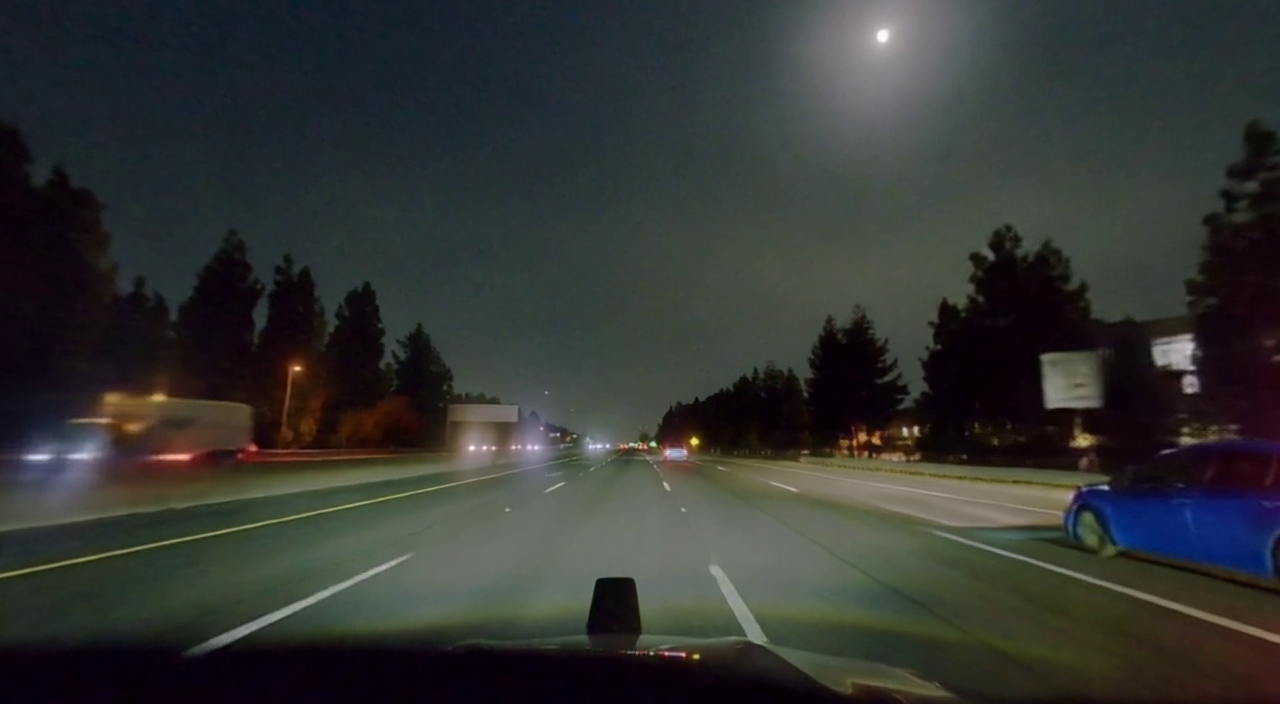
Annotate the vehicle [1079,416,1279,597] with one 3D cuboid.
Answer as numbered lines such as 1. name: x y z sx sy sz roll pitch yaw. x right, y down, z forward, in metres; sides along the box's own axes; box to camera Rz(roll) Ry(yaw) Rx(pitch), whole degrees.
1. vehicle: 6.482 1.328 5.472 2.029 1.528 4.644 0 -9 0

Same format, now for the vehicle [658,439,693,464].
1. vehicle: 2.462 6.984 44.510 2.127 1.692 4.382 0 -9 -1

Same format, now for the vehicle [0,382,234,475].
1. vehicle: -22.028 3.393 27.090 3.096 3.327 8.951 0 -9 1
